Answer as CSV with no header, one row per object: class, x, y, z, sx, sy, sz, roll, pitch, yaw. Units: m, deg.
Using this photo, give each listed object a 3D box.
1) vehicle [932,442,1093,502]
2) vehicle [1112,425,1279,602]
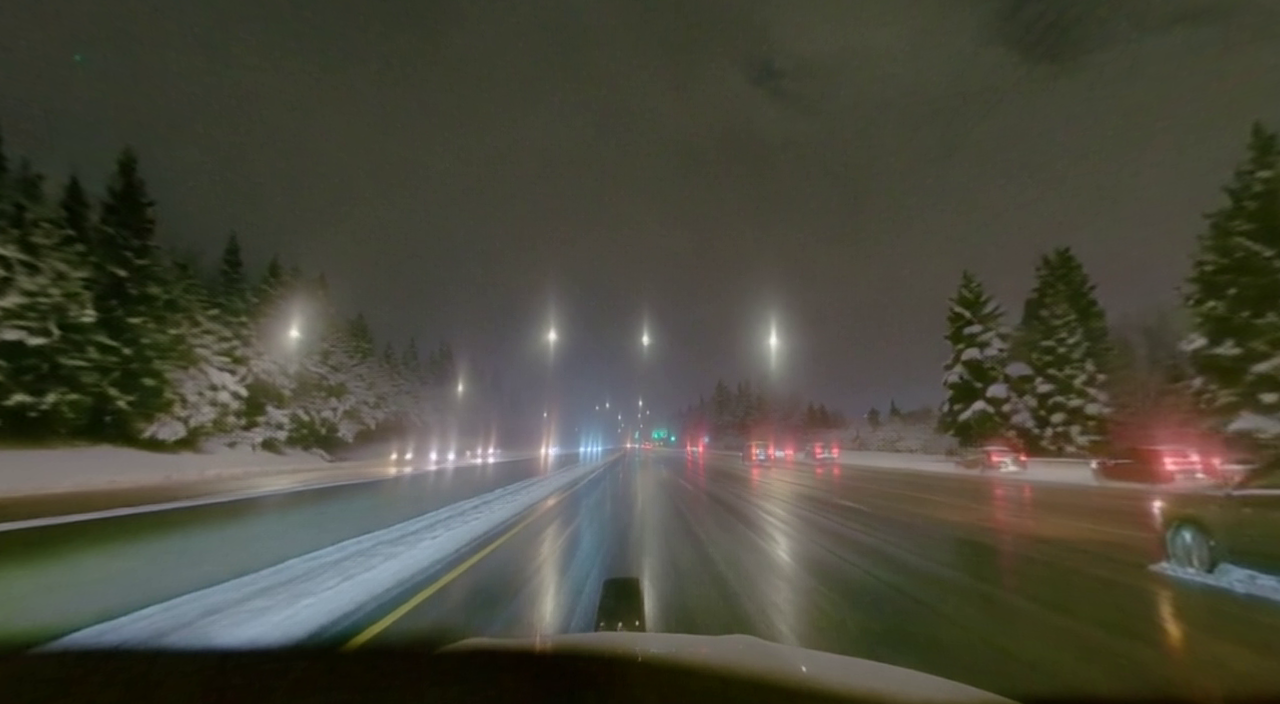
vehicle,9.906,3.201,17.247,1.836,1.418,4.132,0,-9,-1
vehicle,6.279,1.273,4.764,1.821,1.470,4.633,0,-9,0
